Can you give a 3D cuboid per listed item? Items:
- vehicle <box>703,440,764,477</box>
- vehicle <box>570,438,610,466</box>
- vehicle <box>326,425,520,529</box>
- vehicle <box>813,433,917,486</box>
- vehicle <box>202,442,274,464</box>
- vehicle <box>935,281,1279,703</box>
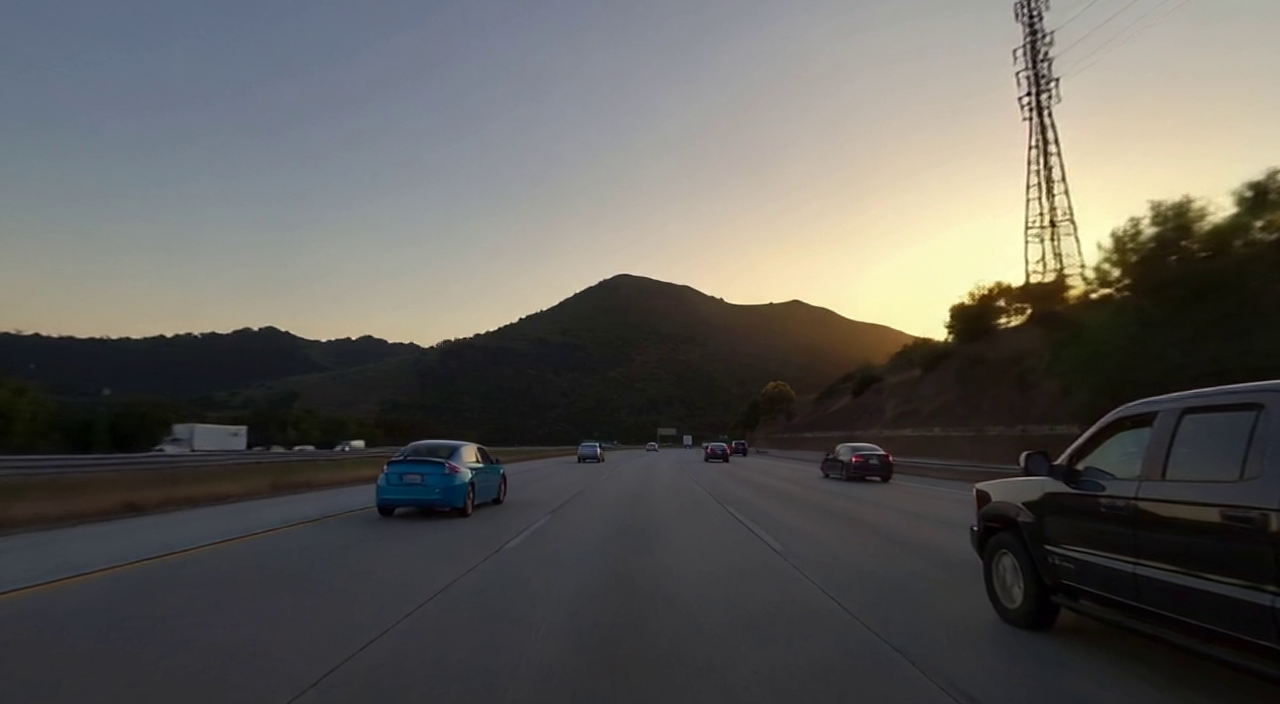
[{"bbox_3d":[4.040,4.699,28.085,2.046,1.471,4.333,0,-8,0],"label":"vehicle"},{"bbox_3d":[-3.121,6.342,40.058,2.021,1.679,4.310,-1,-8,2],"label":"vehicle"},{"bbox_3d":[-3.887,2.329,12.324,2.113,1.636,4.494,0,-8,1],"label":"vehicle"},{"bbox_3d":[7.691,3.717,22.058,1.986,1.633,4.430,0,-8,0],"label":"vehicle"},{"bbox_3d":[-30.110,7.549,47.477,1.860,1.551,5.189,0,-8,2],"label":"vehicle"},{"bbox_3d":[3.450,0.720,2.482,2.098,1.925,5.171,0,-8,1],"label":"vehicle"}]
